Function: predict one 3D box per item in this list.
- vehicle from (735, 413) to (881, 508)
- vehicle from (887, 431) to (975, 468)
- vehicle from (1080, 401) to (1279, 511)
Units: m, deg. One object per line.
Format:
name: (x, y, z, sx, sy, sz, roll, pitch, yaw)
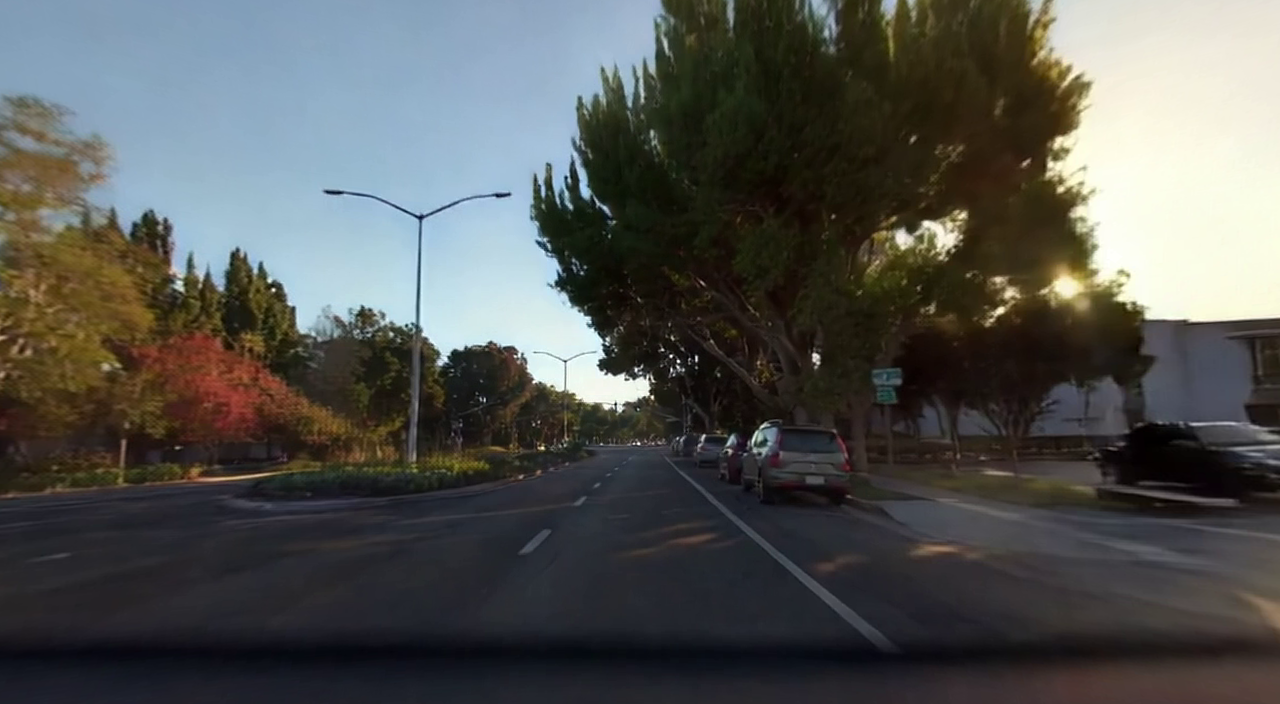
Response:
vehicle: (3.632, 2.437, 14.566, 2.144, 1.848, 4.159, 0, -8, -1)
vehicle: (14.540, 4.920, 31.904, 2.227, 1.720, 4.959, 0, -8, 2)
vehicle: (11.539, 2.019, 12.623, 2.220, 1.798, 4.427, 0, -8, 0)
